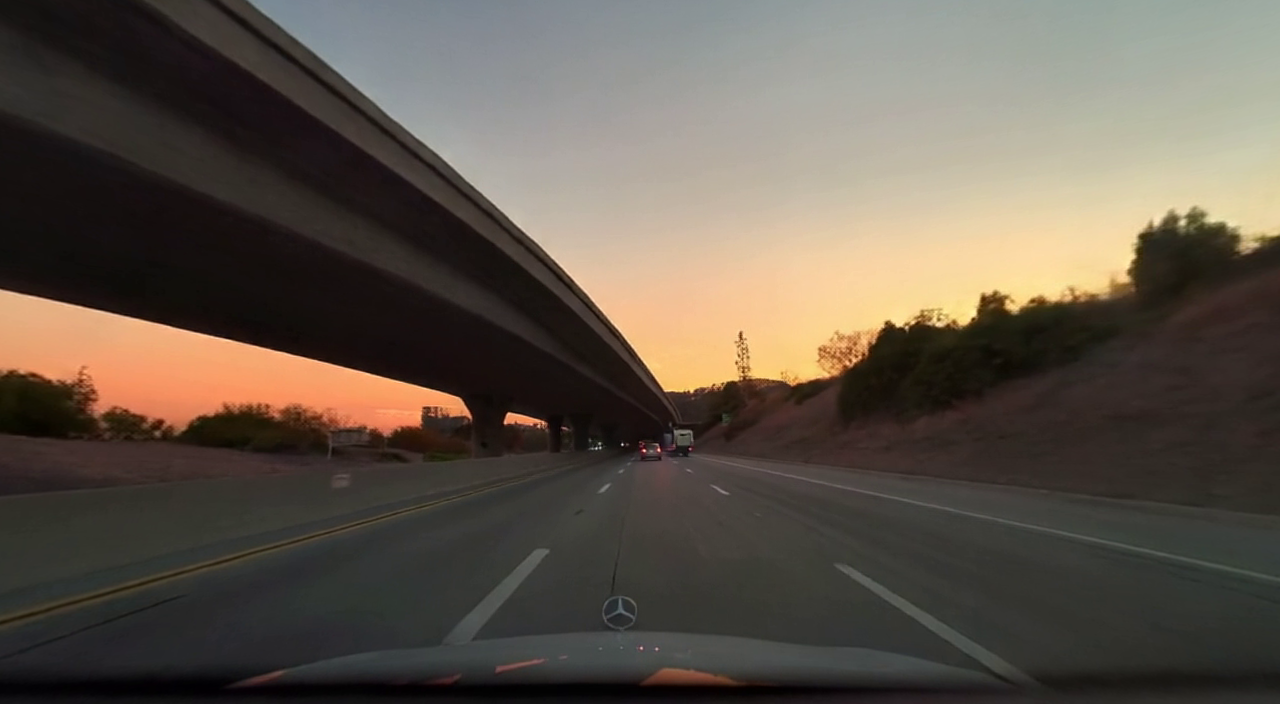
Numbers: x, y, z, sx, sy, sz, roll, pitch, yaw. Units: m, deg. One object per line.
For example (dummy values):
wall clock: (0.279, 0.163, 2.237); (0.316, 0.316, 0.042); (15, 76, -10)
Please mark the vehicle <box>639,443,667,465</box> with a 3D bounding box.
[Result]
vehicle: (0.936, 7.797, 47.843); (1.970, 1.560, 4.182); (0, -9, -1)
